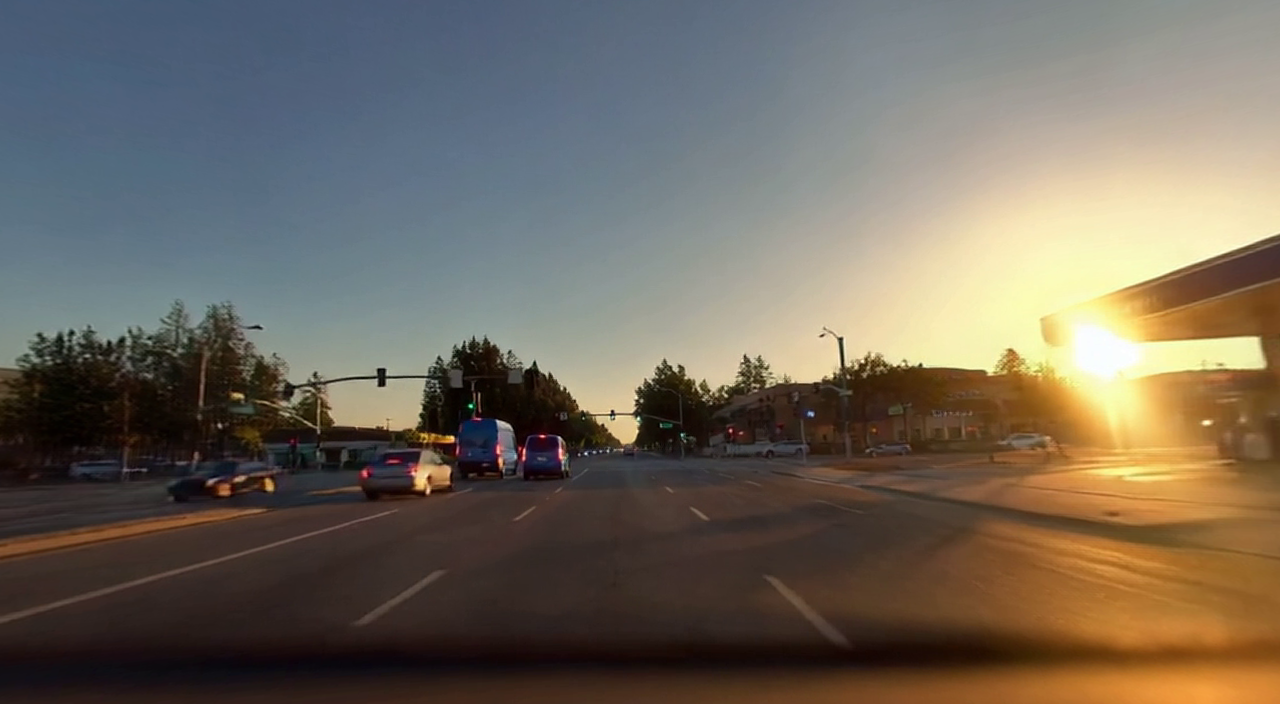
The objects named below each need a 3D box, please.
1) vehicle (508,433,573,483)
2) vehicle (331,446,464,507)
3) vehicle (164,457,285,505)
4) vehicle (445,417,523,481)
[{"bbox_3d":[-4.399,4.778,28.784,2.206,2.007,5.190,0,-9,-1],"label":"vehicle"},{"bbox_3d":[-6.696,3.448,18.107,1.993,1.490,4.768,0,-9,-1],"label":"vehicle"},{"bbox_3d":[-16.238,5.014,24.999,2.045,1.621,4.220,0,-9,-3],"label":"vehicle"},{"bbox_3d":[-7.185,4.577,29.788,2.405,2.696,5.561,0,-9,-2],"label":"vehicle"}]
